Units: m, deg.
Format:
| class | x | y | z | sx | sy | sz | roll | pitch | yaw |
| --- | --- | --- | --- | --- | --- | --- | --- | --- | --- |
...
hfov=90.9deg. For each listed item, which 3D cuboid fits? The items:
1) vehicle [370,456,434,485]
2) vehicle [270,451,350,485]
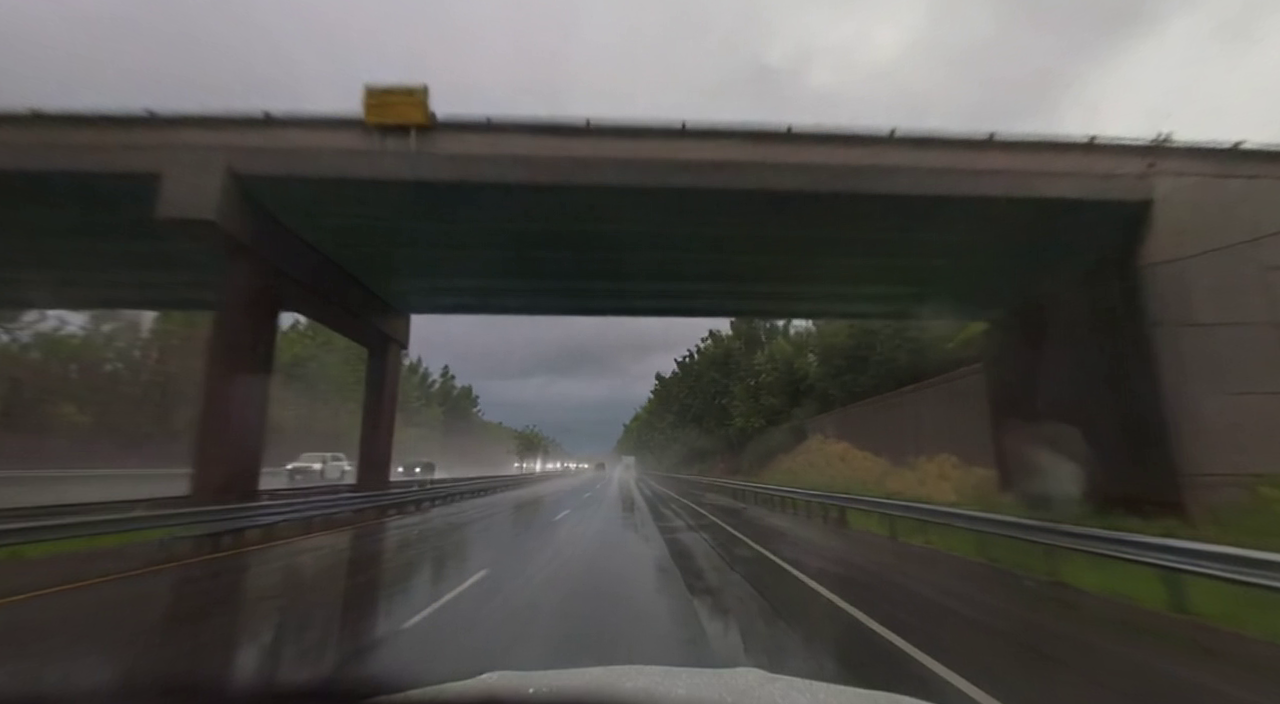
| class | x | y | z | sx | sy | sz | roll | pitch | yaw |
| --- | --- | --- | --- | --- | --- | --- | --- | --- | --- |
| vehicle | -13.340 | 6.687 | 35.630 | 1.912 | 1.470 | 4.330 | 1 | -11 | 0 |
| vehicle | -17.144 | 6.074 | 32.978 | 1.942 | 1.617 | 4.080 | 1 | -11 | -1 |
